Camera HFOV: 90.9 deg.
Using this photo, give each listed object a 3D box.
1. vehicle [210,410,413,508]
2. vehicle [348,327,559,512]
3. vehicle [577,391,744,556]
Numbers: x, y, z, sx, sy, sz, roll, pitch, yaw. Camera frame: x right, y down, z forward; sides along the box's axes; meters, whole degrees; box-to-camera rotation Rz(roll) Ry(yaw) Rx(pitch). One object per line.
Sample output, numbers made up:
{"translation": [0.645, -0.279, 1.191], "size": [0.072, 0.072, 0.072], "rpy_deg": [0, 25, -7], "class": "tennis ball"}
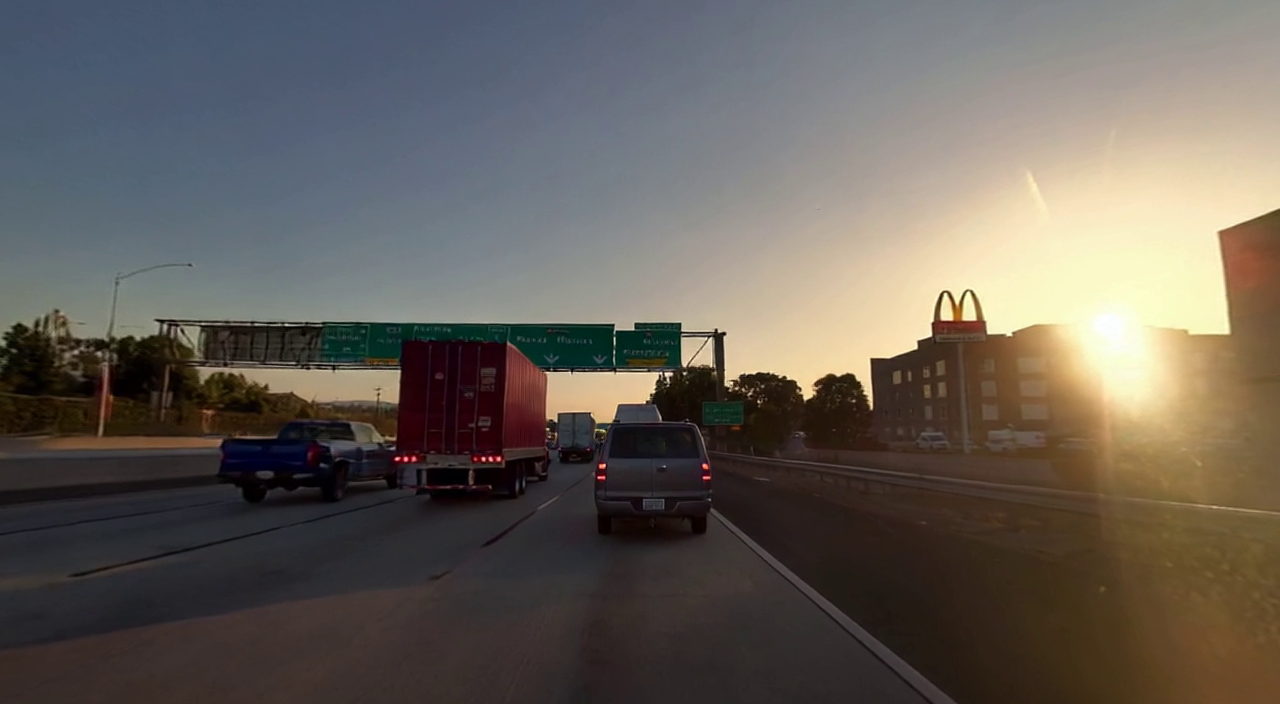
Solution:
{"translation": [-7.905, 2.660, 16.070], "size": [2.218, 2.047, 5.586], "rpy_deg": [0, -9, -1], "class": "vehicle"}
{"translation": [-4.064, 1.893, 16.267], "size": [2.814, 3.513, 8.529], "rpy_deg": [0, -9, 0], "class": "vehicle"}
{"translation": [0.148, 1.717, 9.466], "size": [1.947, 1.910, 4.040], "rpy_deg": [0, -9, -3], "class": "vehicle"}
